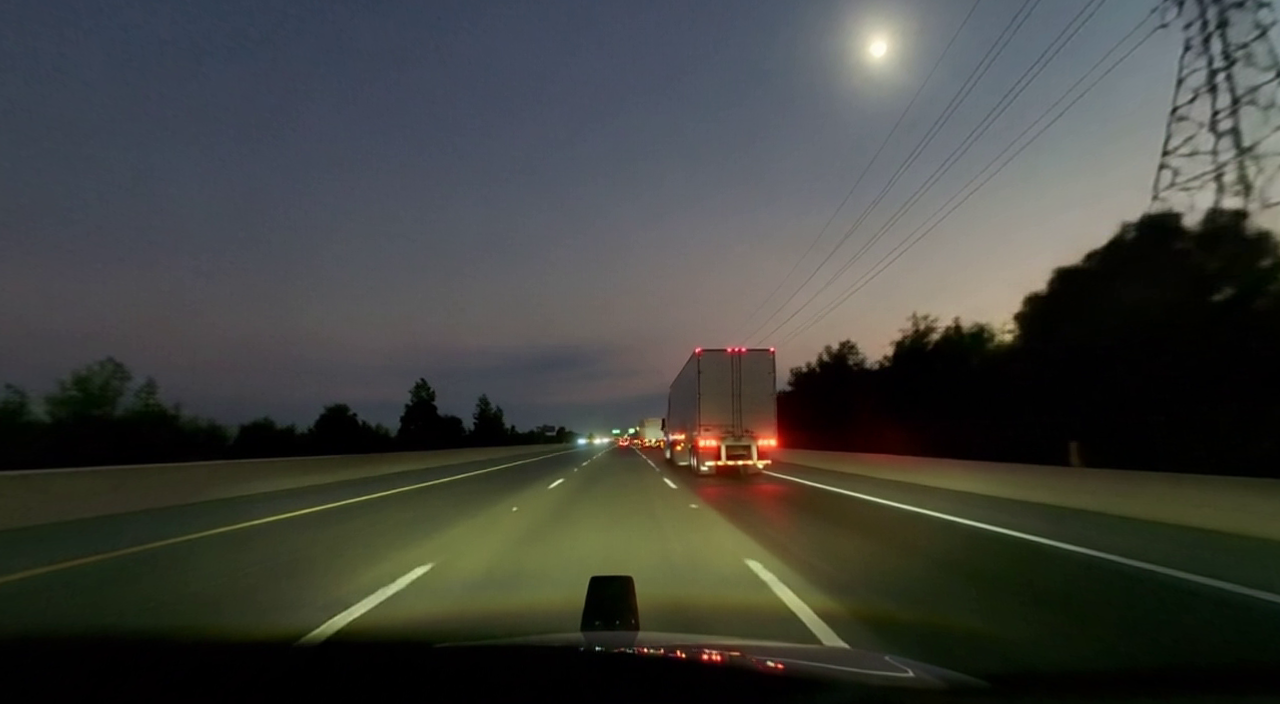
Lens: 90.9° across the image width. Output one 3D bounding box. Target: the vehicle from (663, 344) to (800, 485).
[{"bbox_3d":[2.904,2.741,25.306,2.905,4.080,14.157,0,-8,-2],"label":"vehicle"}]
